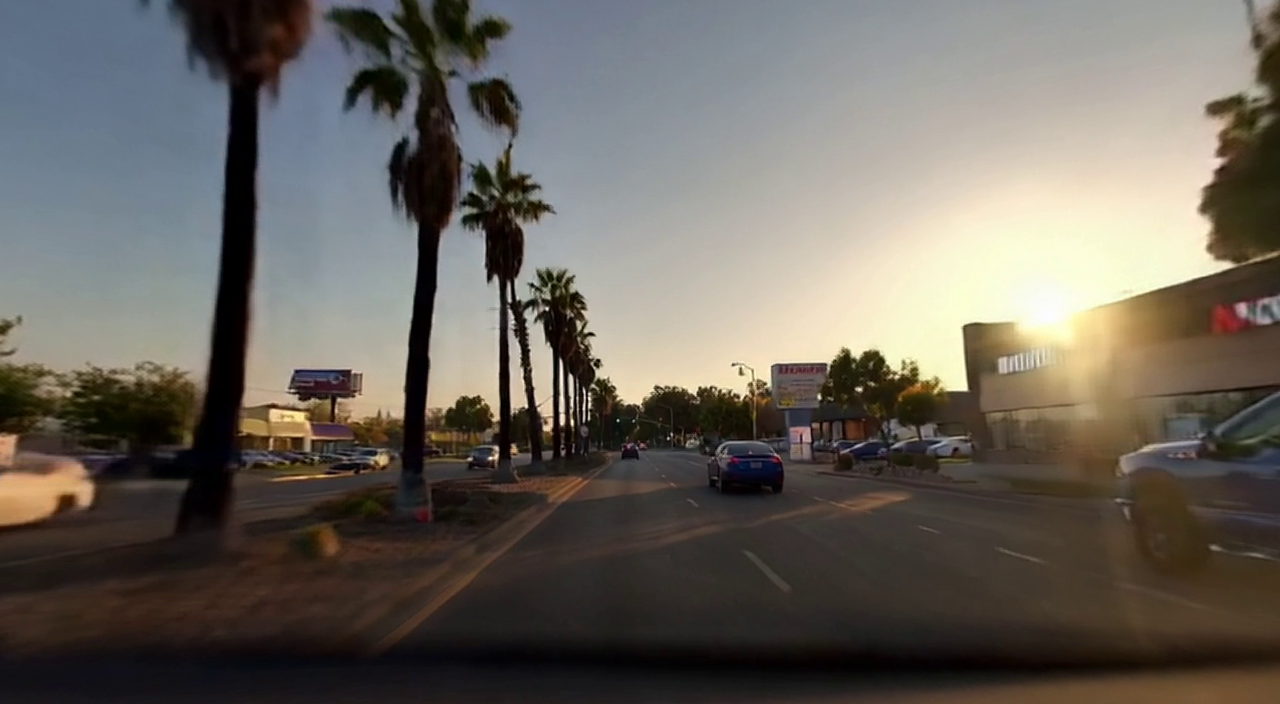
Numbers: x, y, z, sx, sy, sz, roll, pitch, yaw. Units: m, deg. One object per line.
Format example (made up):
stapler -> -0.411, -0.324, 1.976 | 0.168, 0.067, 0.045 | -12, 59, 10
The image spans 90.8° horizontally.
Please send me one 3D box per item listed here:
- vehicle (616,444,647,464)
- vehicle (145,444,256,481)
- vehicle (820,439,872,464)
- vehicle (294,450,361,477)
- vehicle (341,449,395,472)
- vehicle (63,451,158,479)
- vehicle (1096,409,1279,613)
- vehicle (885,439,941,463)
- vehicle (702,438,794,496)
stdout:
vehicle -> -0.683, 7.853, 48.621 | 2.258, 1.468, 4.076 | 0, -8, -2
vehicle -> -24.329, 6.112, 35.372 | 2.112, 1.821, 5.960 | -1, -8, -2
vehicle -> 15.367, 7.478, 47.473 | 2.067, 1.772, 4.910 | 0, -9, -2
vehicle -> -19.500, 6.943, 39.678 | 1.983, 1.492, 4.904 | -1, -8, -3
vehicle -> -19.545, 7.804, 45.646 | 1.840, 1.524, 4.923 | 0, -8, -2
vehicle -> -31.962, 6.805, 38.251 | 4.210, 1.549, 1.855 | 7, -11, -40
vehicle -> 6.169, 1.147, 4.220 | 2.140, 1.606, 5.437 | 0, -9, -1
vehicle -> 20.542, 7.459, 47.766 | 1.925, 1.724, 4.458 | 1, -9, -4
vehicle -> 3.115, 3.400, 19.130 | 1.889, 1.541, 4.303 | 0, -8, -2
